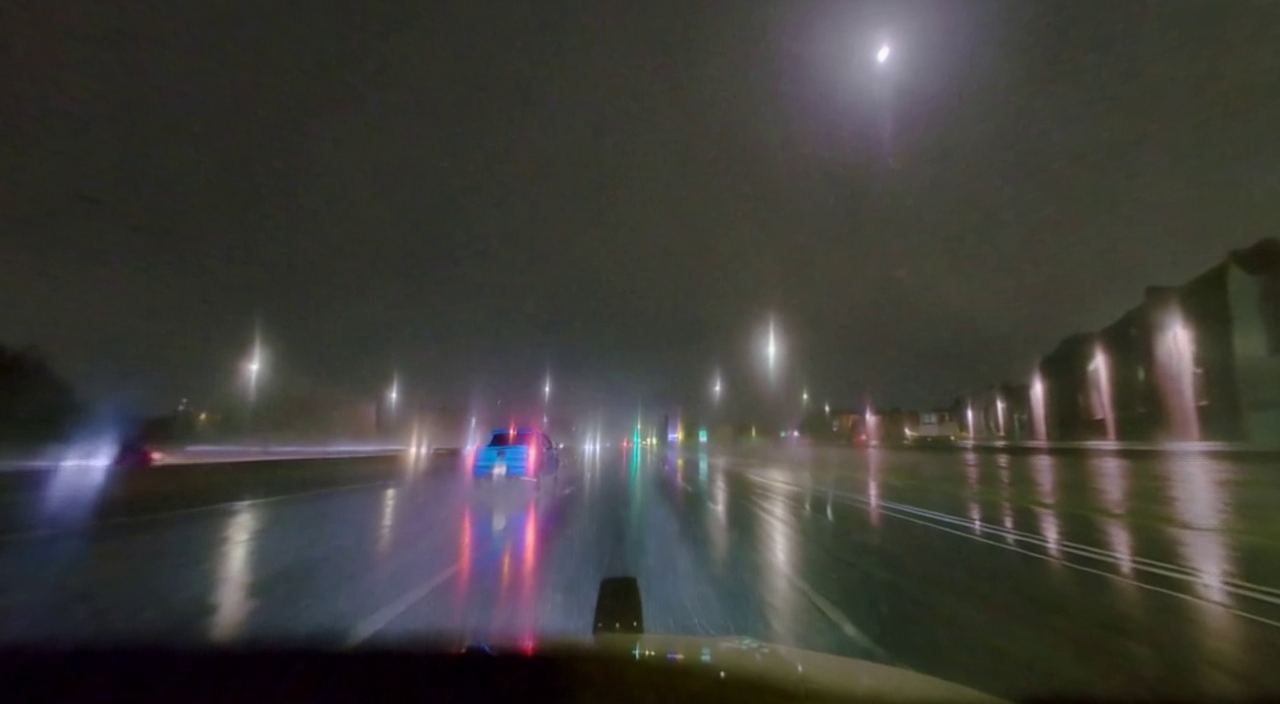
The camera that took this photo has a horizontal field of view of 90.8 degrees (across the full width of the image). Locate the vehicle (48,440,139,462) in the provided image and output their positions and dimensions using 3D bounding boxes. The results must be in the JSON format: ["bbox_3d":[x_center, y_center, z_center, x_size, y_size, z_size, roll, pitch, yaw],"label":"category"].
[{"bbox_3d":[-29.162,5.286,33.859,1.715,1.071,3.638,1,-7,-2],"label":"vehicle"}]

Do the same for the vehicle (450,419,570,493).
[{"bbox_3d":[-3.937,3.307,20.506,2.529,2.003,5.904,0,-8,1],"label":"vehicle"}]
